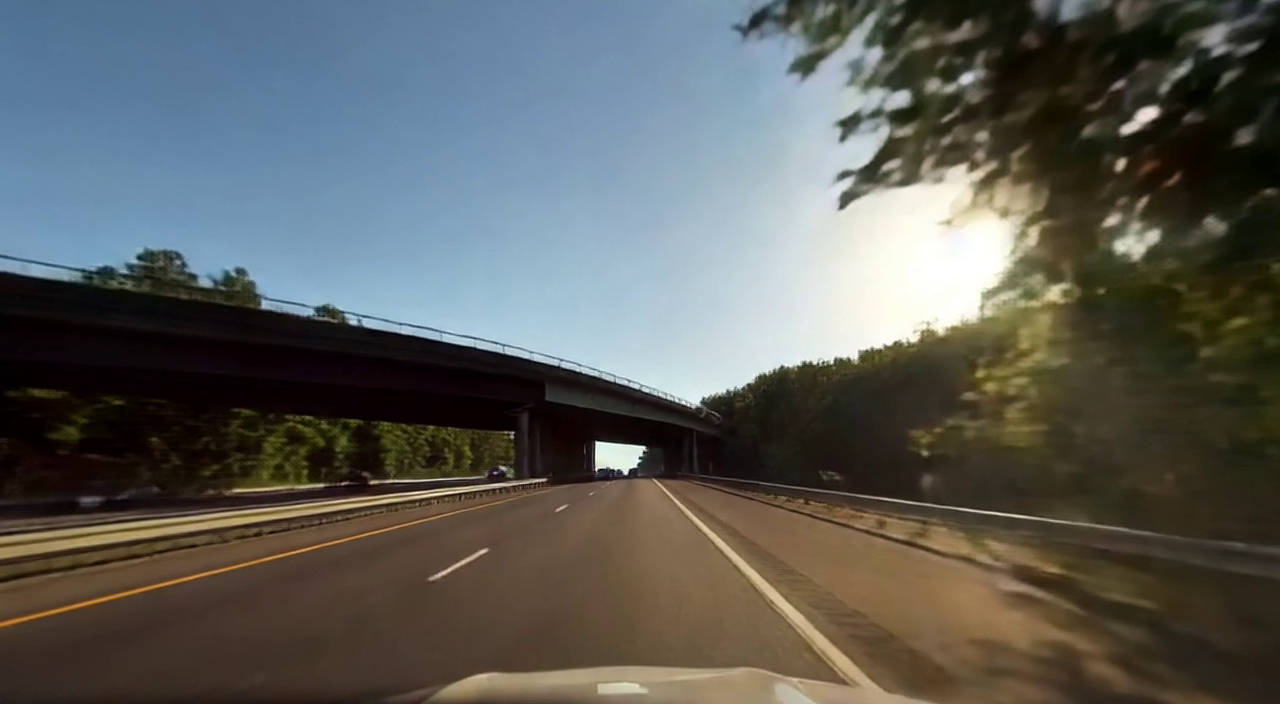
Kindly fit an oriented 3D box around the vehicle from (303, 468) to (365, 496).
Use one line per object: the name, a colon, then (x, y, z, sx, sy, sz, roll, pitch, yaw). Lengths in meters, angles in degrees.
vehicle: (-17.082, 7.286, 35.364, 1.699, 1.445, 3.430, 0, -10, 1)
